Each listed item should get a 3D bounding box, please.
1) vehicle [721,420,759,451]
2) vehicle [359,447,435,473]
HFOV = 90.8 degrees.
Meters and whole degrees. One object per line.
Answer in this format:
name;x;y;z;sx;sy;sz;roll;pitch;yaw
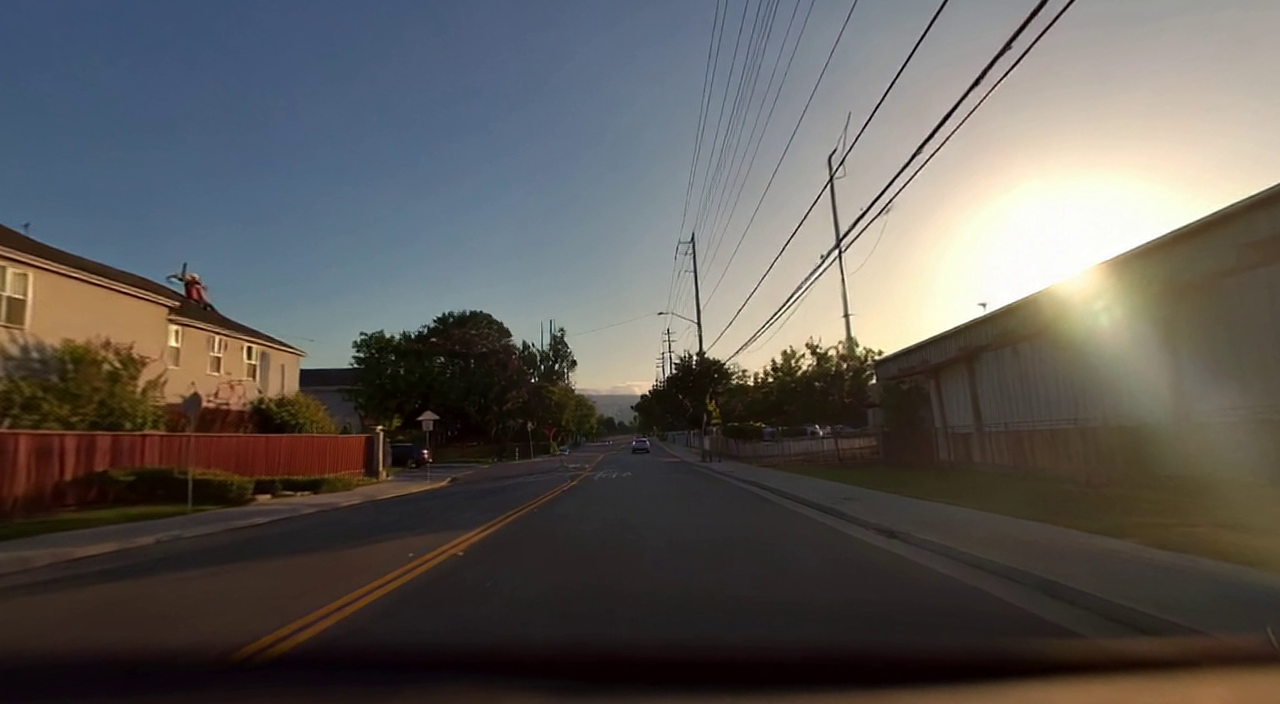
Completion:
vehicle;7.818;6.605;49.813;2.169;2.325;4.759;0;-9;0
vehicle;-17.189;7.613;44.827;4.556;1.767;2.023;1;-9;-4
